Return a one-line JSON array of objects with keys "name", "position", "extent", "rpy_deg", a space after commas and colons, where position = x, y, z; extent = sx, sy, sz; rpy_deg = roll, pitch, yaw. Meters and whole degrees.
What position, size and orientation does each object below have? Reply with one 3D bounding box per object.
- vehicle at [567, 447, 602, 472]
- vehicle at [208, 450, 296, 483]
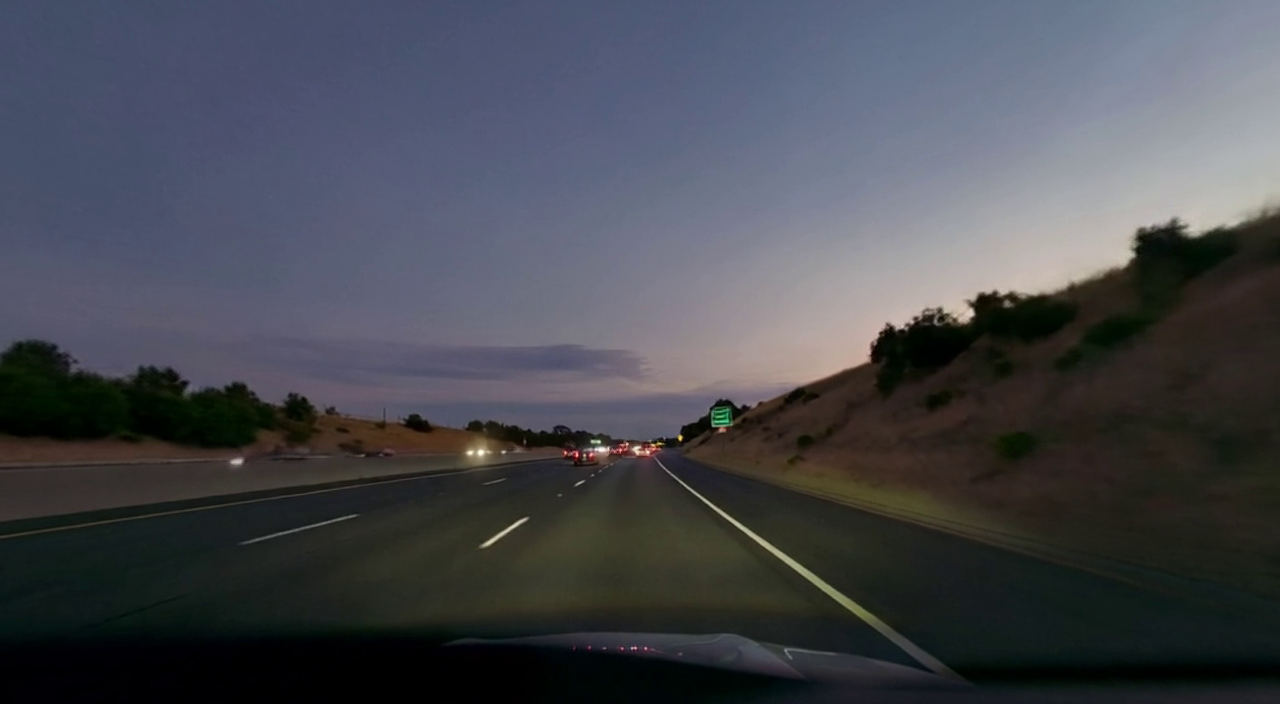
[{"name": "vehicle", "position": [-3.486, 6.827, 40.075], "extent": [1.895, 1.482, 3.852], "rpy_deg": [0, -9, 0]}, {"name": "vehicle", "position": [-19.275, 5.655, 31.348], "extent": [1.802, 1.516, 4.049], "rpy_deg": [0, -9, 0]}]
